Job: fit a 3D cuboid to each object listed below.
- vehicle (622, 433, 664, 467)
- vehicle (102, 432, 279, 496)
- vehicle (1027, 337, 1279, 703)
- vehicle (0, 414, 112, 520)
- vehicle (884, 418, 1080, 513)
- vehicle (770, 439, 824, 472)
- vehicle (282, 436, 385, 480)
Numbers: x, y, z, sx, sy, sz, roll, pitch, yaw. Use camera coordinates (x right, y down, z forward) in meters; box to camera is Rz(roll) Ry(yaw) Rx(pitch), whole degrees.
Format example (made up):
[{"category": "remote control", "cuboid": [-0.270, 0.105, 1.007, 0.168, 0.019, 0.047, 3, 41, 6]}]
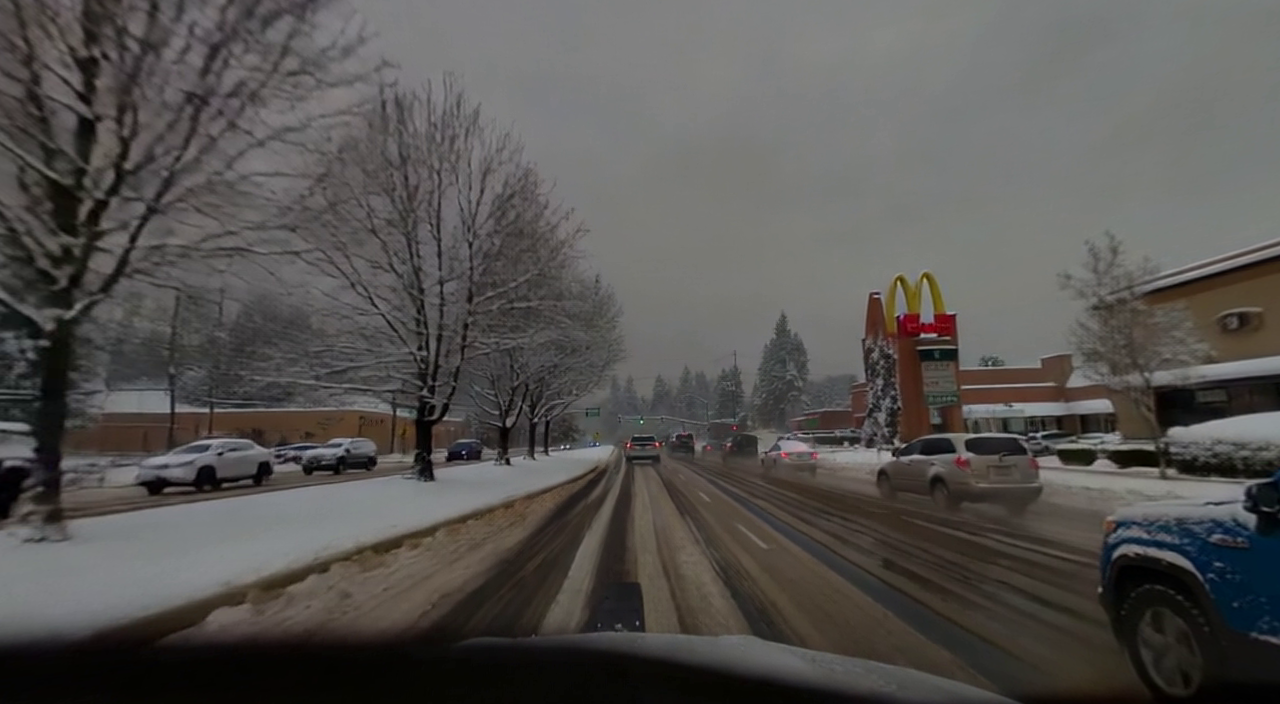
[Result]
[{"category": "vehicle", "cuboid": [0.182, 5.950, 38.586, 2.402, 1.938, 4.535, 0, -8, 0]}, {"category": "vehicle", "cuboid": [-14.314, 3.582, 20.605, 2.242, 1.836, 4.811, 0, -8, -1]}, {"category": "vehicle", "cuboid": [3.526, 0.711, 1.783, 2.076, 1.716, 4.416, 0, -8, 1]}, {"category": "vehicle", "cuboid": [-13.903, 2.130, 11.531, 2.762, 2.050, 6.588, 0, -8, 1]}, {"category": "vehicle", "cuboid": [7.380, 2.489, 14.277, 1.977, 1.786, 4.344, 0, -8, 0]}, {"category": "vehicle", "cuboid": [7.768, 5.171, 31.652, 1.879, 1.517, 4.006, 0, -8, 3]}, {"category": "vehicle", "cuboid": [-13.993, 4.836, 29.252, 2.159, 1.836, 5.038, 0, -8, 1]}]
